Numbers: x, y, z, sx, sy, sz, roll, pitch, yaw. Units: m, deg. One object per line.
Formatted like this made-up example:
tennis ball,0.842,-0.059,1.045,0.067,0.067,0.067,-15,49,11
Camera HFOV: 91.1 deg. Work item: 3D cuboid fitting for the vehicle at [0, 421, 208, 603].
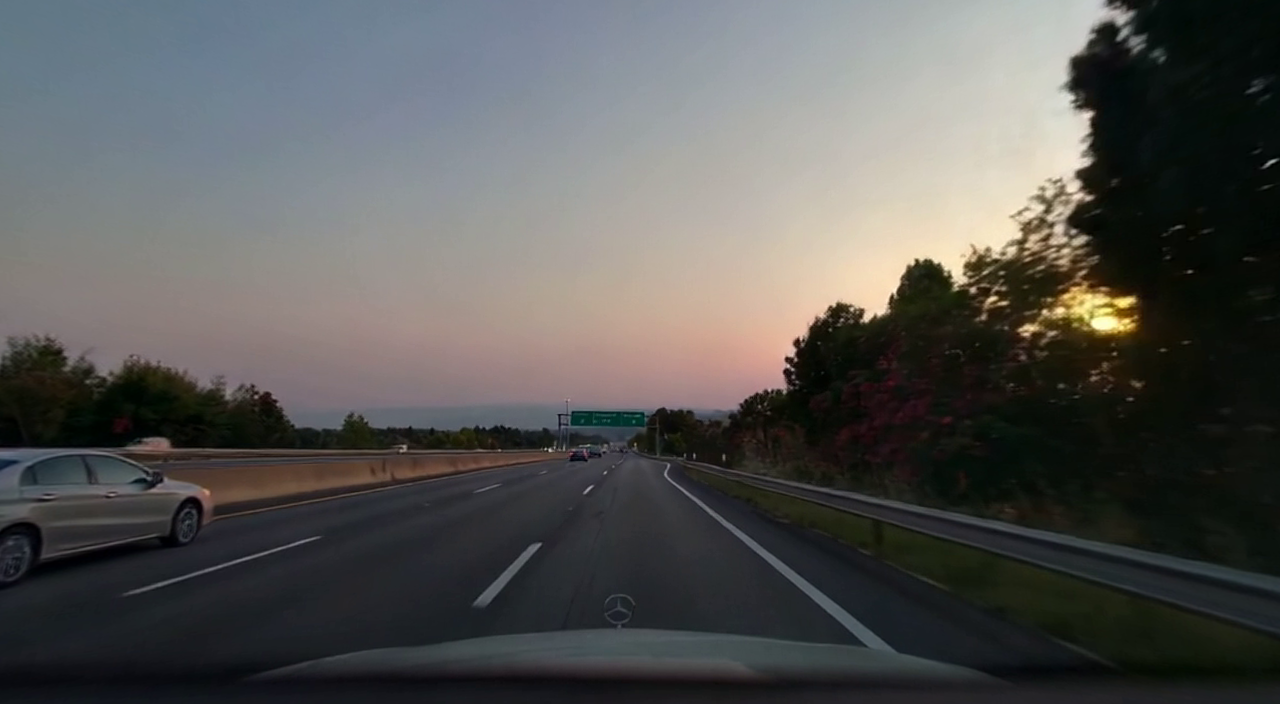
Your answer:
vehicle,-6.629,1.469,5.856,2.034,1.578,4.488,-1,-9,-1
